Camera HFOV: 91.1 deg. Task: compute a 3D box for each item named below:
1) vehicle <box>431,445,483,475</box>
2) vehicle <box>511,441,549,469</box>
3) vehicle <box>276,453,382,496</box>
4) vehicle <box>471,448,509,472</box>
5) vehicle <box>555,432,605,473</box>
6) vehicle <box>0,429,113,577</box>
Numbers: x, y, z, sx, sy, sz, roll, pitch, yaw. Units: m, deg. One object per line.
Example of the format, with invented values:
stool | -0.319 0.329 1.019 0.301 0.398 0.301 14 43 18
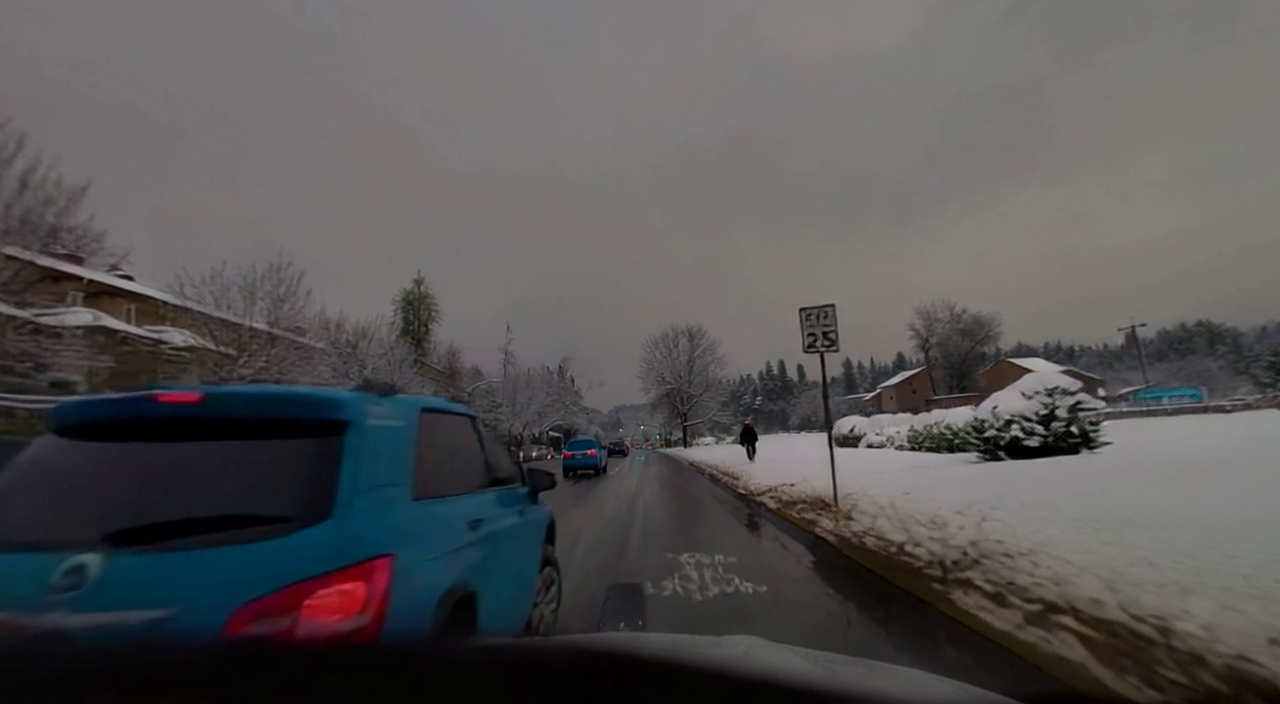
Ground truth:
vehicle | -11.699 6.944 40.577 1.904 1.728 4.997 1 -8 -1
vehicle | -8.543 8.036 49.168 2.019 1.907 4.697 -4 -8 1
vehicle | -12.181 4.800 24.995 1.887 1.469 4.691 -1 -9 -1
vehicle | -11.662 8.401 49.067 1.910 1.462 4.581 -4 -7 -1
vehicle | -2.832 4.859 30.554 1.908 1.809 4.230 -1 -8 1
vehicle | -8.888 1.724 6.603 2.060 1.785 5.303 -2 -8 1
